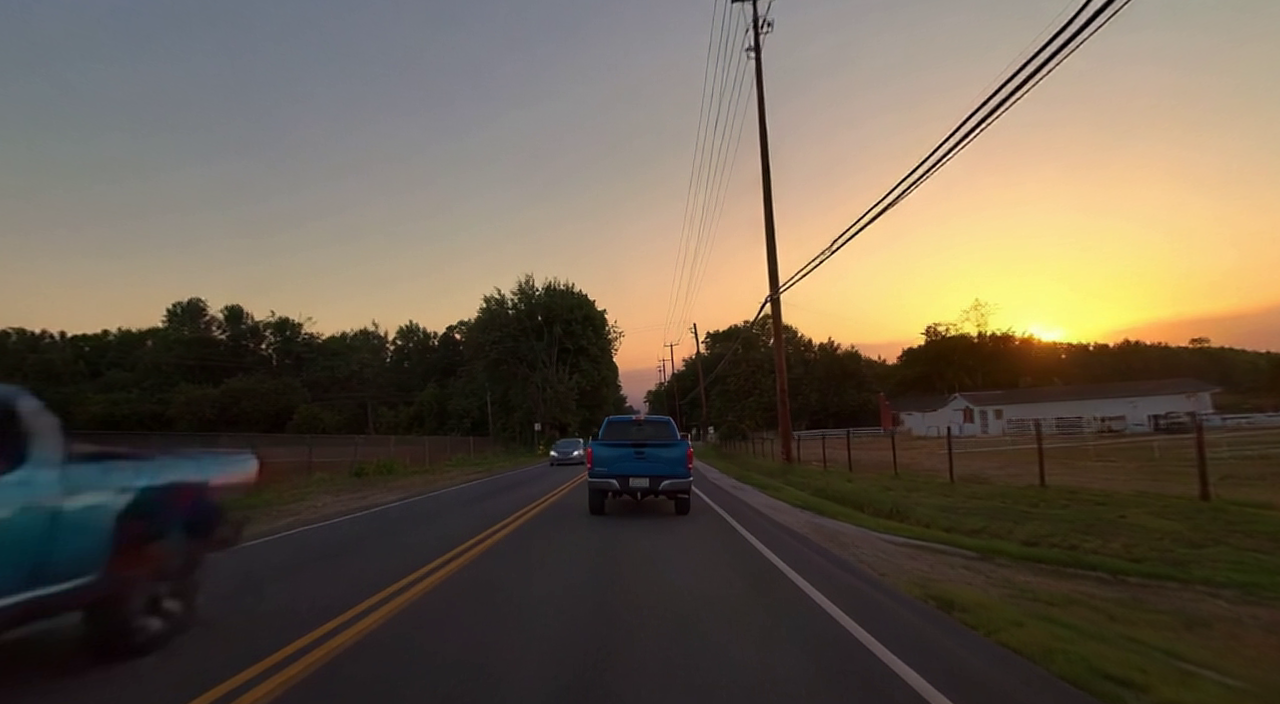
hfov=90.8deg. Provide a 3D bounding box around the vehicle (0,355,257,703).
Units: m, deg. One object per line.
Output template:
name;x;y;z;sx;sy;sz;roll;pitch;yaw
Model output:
vehicle;-4.383;0.882;2.949;2.077;1.805;4.891;0;-8;0

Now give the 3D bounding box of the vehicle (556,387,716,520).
vehicle;-0.110;2.150;13.714;2.693;2.223;5.885;0;-8;-1
